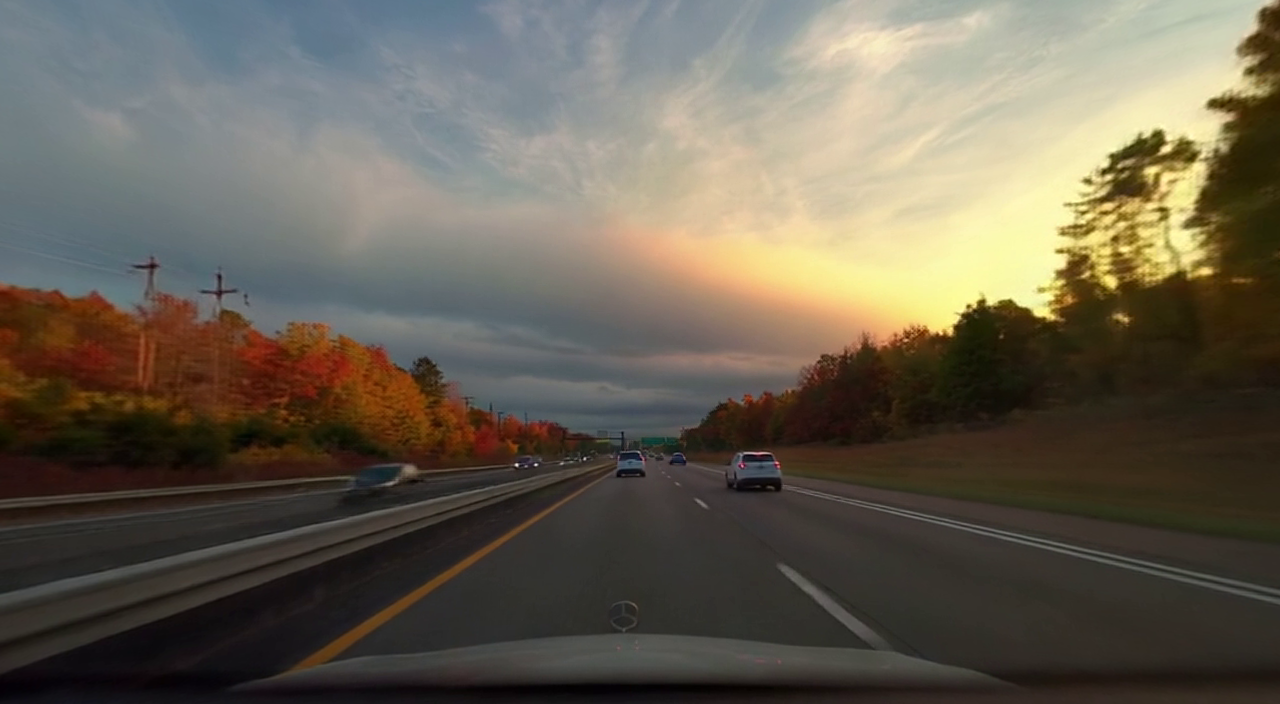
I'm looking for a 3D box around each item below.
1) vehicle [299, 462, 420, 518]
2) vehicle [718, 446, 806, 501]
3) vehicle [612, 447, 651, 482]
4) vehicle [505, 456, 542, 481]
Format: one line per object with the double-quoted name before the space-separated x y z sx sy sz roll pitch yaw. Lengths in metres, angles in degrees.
"vehicle" -9.245 4.566 21.176 1.935 1.532 4.629 -1 -9 0
"vehicle" 3.709 3.777 19.876 1.843 1.505 4.339 0 -9 -1
"vehicle" -0.413 5.914 33.092 1.937 1.699 3.936 -1 -9 0
"vehicle" -9.005 9.023 48.865 1.932 1.738 4.571 -1 -9 1
